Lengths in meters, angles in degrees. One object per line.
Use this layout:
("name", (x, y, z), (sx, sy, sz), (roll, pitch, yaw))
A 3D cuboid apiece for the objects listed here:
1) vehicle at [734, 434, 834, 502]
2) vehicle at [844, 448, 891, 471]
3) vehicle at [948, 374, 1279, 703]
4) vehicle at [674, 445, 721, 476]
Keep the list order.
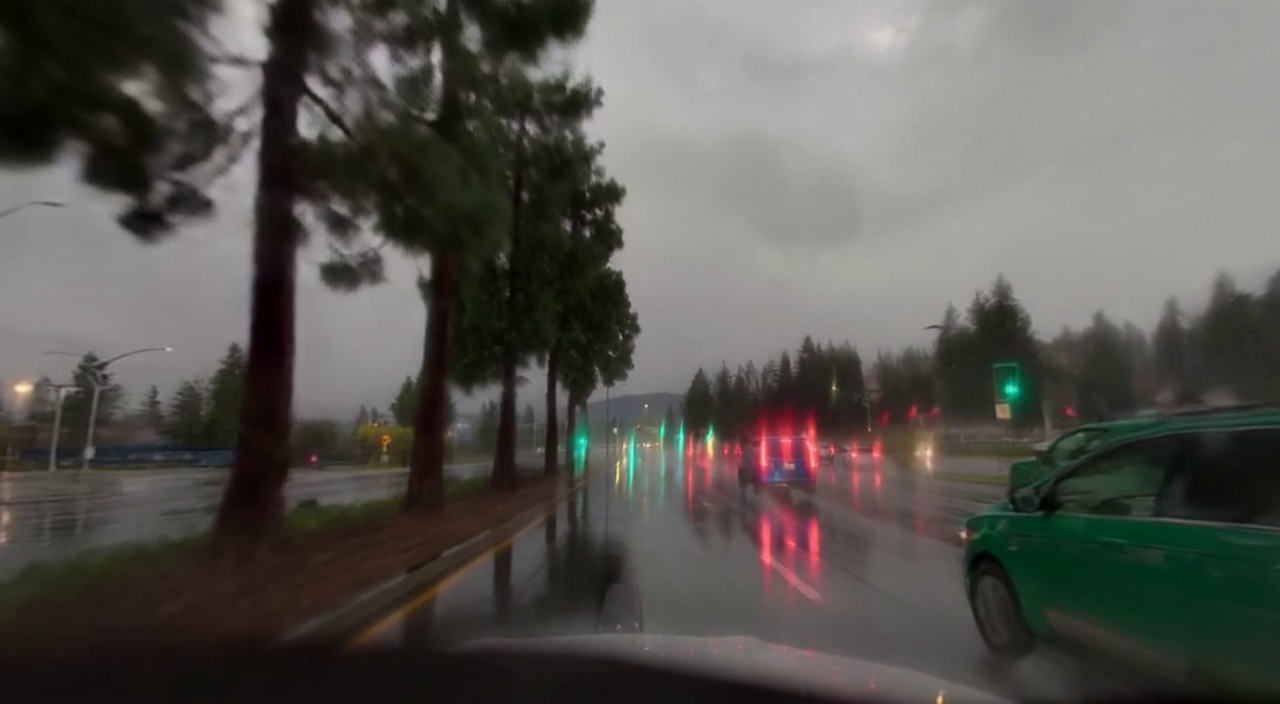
("vehicle", (3.944, 3.229, 17.972), (2.075, 1.698, 4.142), (0, -8, 3))
("vehicle", (15.936, 7.535, 44.272), (1.815, 1.493, 4.135), (0, -8, 1))
("vehicle", (3.189, 0.823, 1.929), (1.932, 1.547, 4.992), (0, -8, 0))
("vehicle", (2.918, 5.586, 32.808), (1.980, 1.484, 4.093), (0, -8, -1))
